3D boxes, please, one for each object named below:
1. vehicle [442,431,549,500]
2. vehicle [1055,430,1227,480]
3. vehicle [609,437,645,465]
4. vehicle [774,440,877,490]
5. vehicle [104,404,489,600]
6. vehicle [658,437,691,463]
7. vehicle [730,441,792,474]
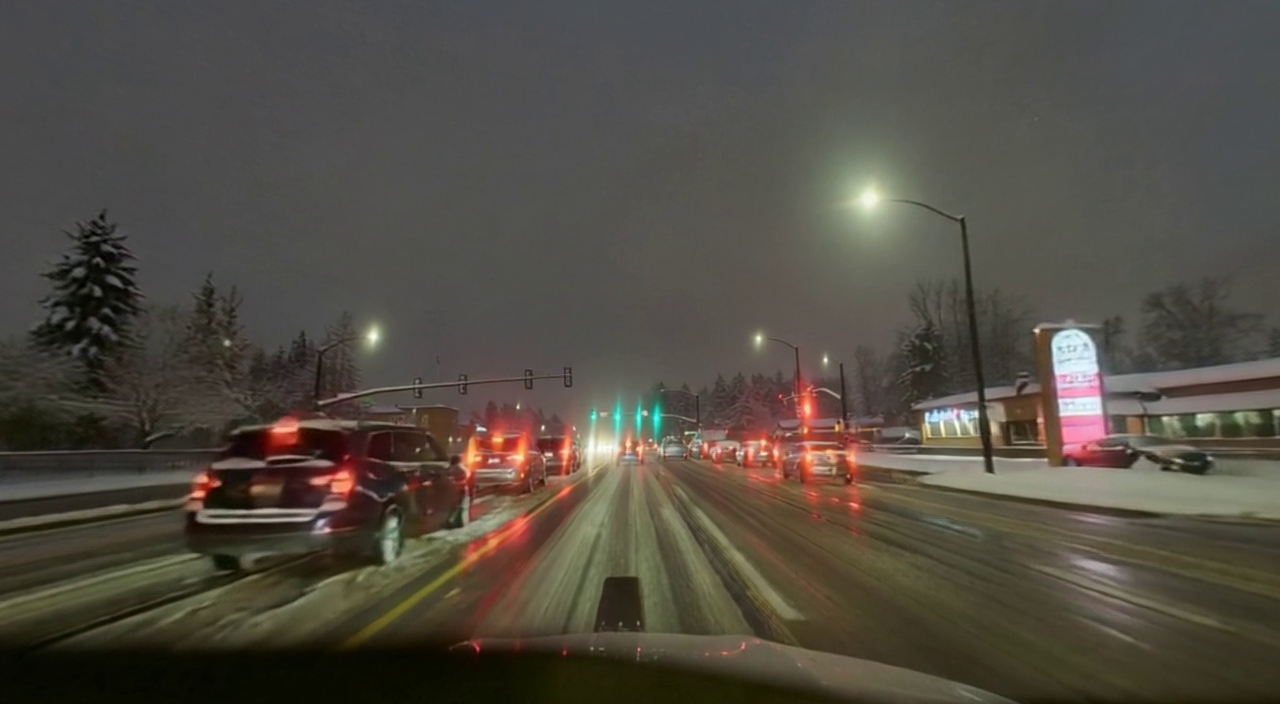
[{"bbox_3d":[-3.760,3.023,17.193,1.934,1.624,3.964,0,-8,0],"label":"vehicle"},{"bbox_3d":[16.380,3.395,21.060,1.819,1.457,4.680,0,-8,-1],"label":"vehicle"},{"bbox_3d":[-0.888,6.630,42.465,2.261,1.741,4.255,0,-8,-1],"label":"vehicle"},{"bbox_3d":[5.935,3.661,20.863,2.017,1.453,4.497,0,-8,0],"label":"vehicle"},{"bbox_3d":[-3.449,1.597,7.601,2.143,1.643,4.336,0,-8,1],"label":"vehicle"},{"bbox_3d":[2.451,7.049,45.448,2.018,1.779,4.338,0,-8,-1],"label":"vehicle"},{"bbox_3d":[5.790,5.118,30.927,1.969,1.502,4.663,0,-8,-2],"label":"vehicle"}]
